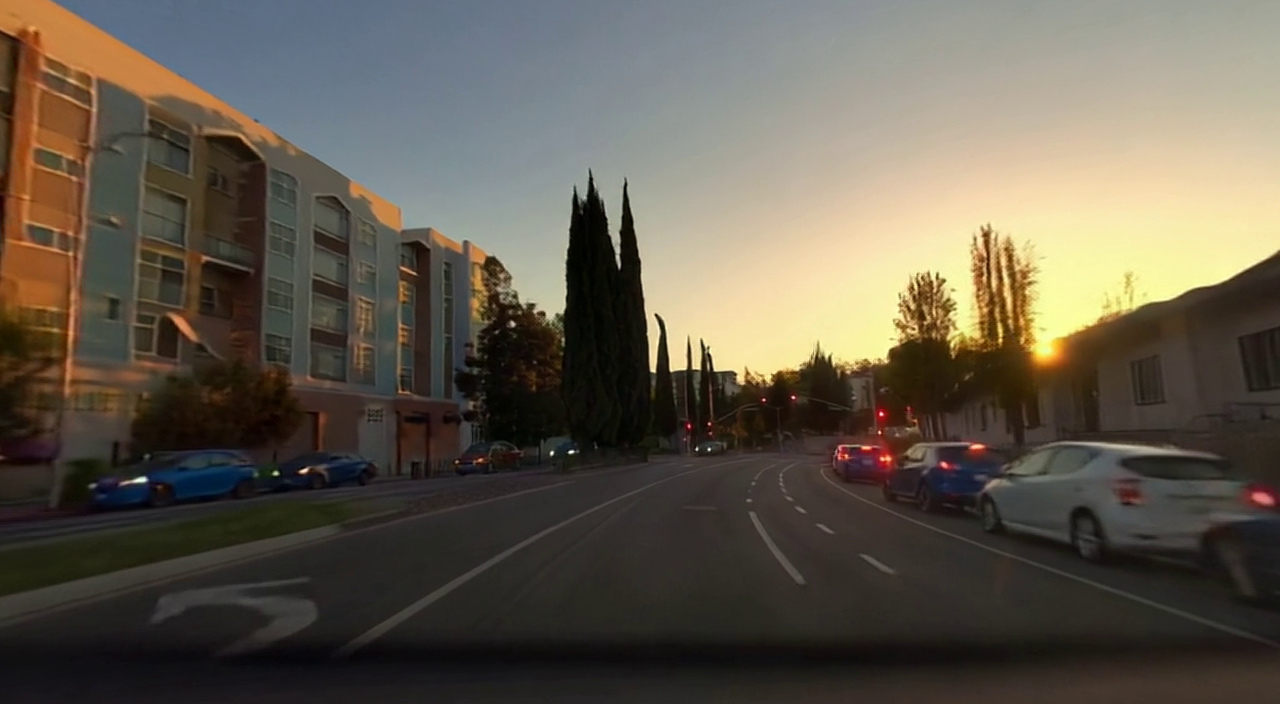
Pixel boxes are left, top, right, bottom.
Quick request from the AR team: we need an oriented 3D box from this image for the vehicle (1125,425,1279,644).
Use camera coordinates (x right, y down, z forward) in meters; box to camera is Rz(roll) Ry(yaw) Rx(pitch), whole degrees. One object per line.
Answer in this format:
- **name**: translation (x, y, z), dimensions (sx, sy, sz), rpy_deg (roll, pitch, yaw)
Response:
- **vehicle**: translation (5.356, 1.123, 3.399), dimensions (1.977, 1.497, 4.680), rpy_deg (0, -8, 4)

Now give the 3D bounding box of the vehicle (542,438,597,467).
- **vehicle**: translation (-4.890, 7.068, 44.647), dimensions (2.083, 1.882, 4.642), rpy_deg (-2, -9, 17)

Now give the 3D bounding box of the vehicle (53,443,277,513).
- **vehicle**: translation (-11.716, 3.089, 16.087), dimensions (1.882, 1.508, 4.476), rpy_deg (-1, -8, 7)

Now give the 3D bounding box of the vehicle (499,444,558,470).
- **vehicle**: translation (-6.786, 6.455, 39.056), dimensions (1.830, 1.497, 4.436), rpy_deg (-2, -9, 16)

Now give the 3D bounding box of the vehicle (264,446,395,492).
- **vehicle**: translation (-10.883, 4.098, 22.583), dimensions (1.841, 1.444, 4.554), rpy_deg (-1, -9, 9)

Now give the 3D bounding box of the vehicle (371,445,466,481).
- **vehicle**: translation (-9.771, 4.929, 28.366), dimensions (1.811, 1.459, 4.702), rpy_deg (-2, -9, 12)

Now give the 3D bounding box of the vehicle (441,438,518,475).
- **vehicle**: translation (-8.368, 5.487, 33.458), dimensions (1.933, 1.759, 5.002), rpy_deg (-2, -9, 11)
